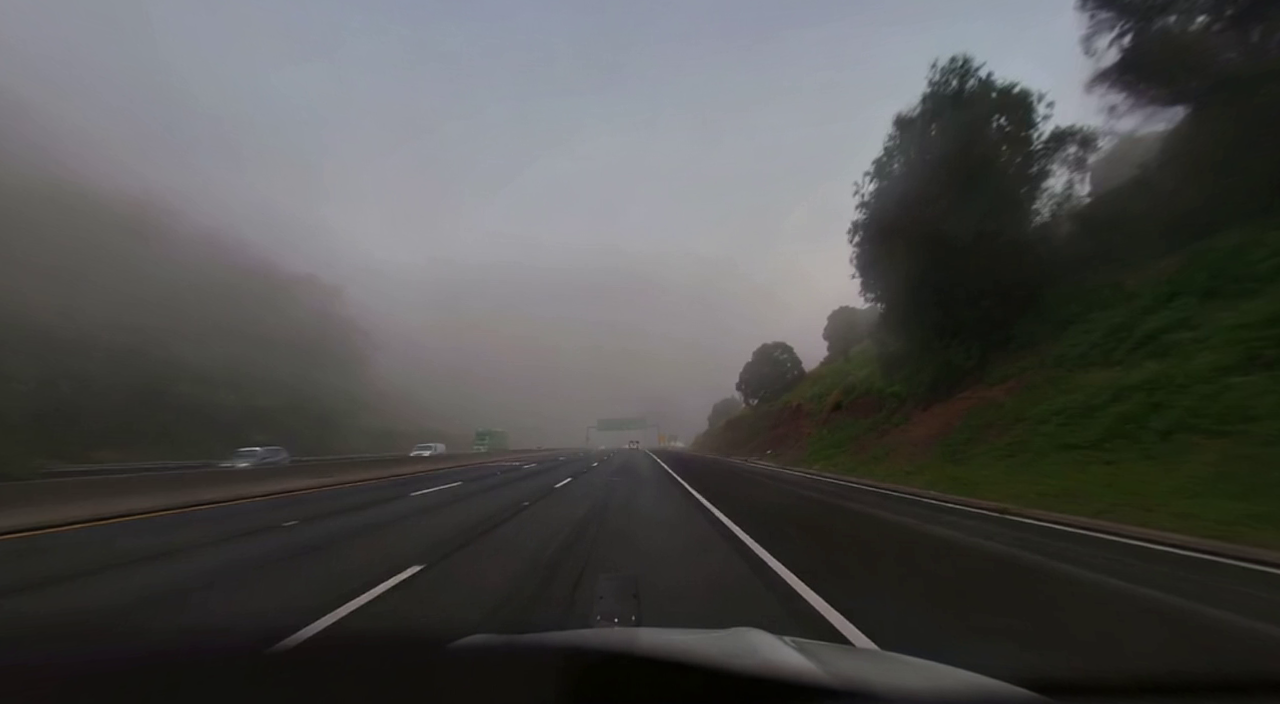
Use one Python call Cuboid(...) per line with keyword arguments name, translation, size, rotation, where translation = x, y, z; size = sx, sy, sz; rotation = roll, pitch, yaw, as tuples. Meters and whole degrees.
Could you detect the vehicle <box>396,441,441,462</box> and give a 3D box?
Cuboid(name="vehicle", translation=(-16.676, 7.489, 47.668), size=(1.788, 1.460, 4.368), rotation=(-1, -8, 0))
